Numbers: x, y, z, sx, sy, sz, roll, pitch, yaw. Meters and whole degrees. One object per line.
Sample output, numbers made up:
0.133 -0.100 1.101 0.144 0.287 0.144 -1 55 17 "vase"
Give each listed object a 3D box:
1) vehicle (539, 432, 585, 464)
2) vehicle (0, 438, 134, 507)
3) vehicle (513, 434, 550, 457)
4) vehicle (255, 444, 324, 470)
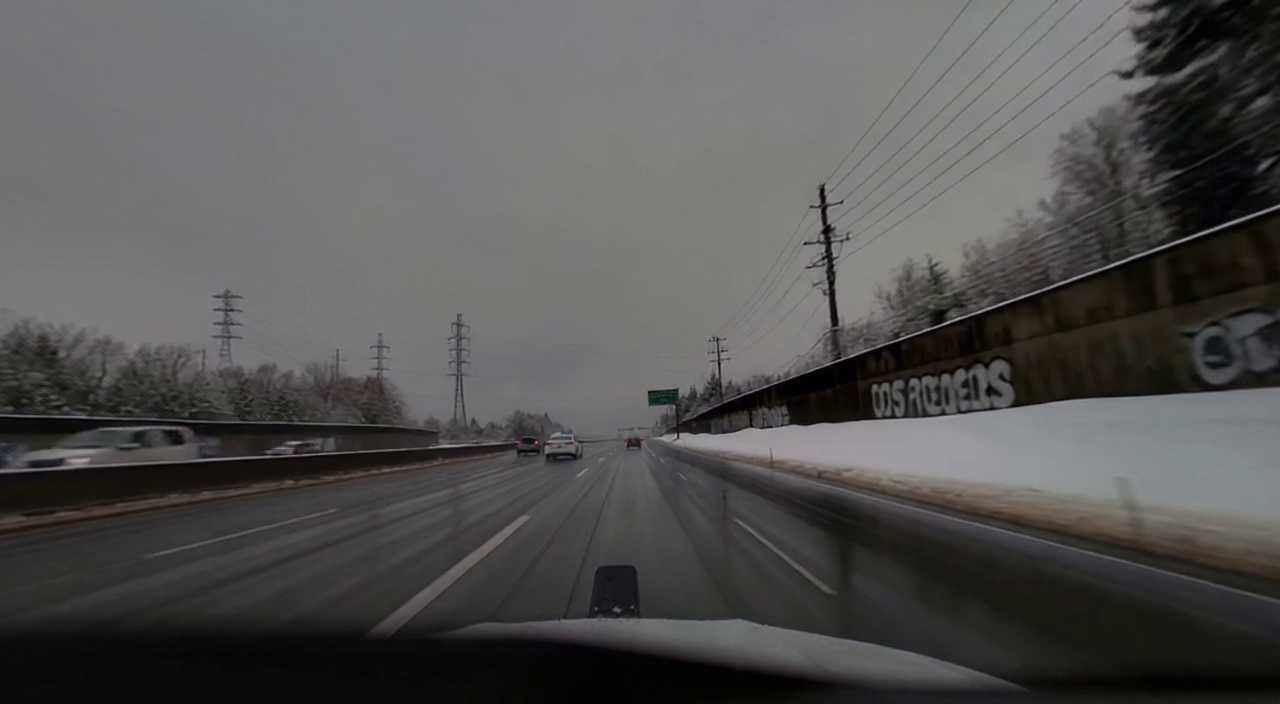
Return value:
-4.301 5.343 35.274 2.118 1.640 4.031 0 -8 0 "vehicle"
-15.624 2.994 16.137 1.929 1.531 4.100 0 -8 -1 "vehicle"
-8.157 7.059 47.590 2.033 1.615 4.168 0 -8 0 "vehicle"
-21.161 6.322 38.256 1.787 1.436 4.133 0 -8 0 "vehicle"
